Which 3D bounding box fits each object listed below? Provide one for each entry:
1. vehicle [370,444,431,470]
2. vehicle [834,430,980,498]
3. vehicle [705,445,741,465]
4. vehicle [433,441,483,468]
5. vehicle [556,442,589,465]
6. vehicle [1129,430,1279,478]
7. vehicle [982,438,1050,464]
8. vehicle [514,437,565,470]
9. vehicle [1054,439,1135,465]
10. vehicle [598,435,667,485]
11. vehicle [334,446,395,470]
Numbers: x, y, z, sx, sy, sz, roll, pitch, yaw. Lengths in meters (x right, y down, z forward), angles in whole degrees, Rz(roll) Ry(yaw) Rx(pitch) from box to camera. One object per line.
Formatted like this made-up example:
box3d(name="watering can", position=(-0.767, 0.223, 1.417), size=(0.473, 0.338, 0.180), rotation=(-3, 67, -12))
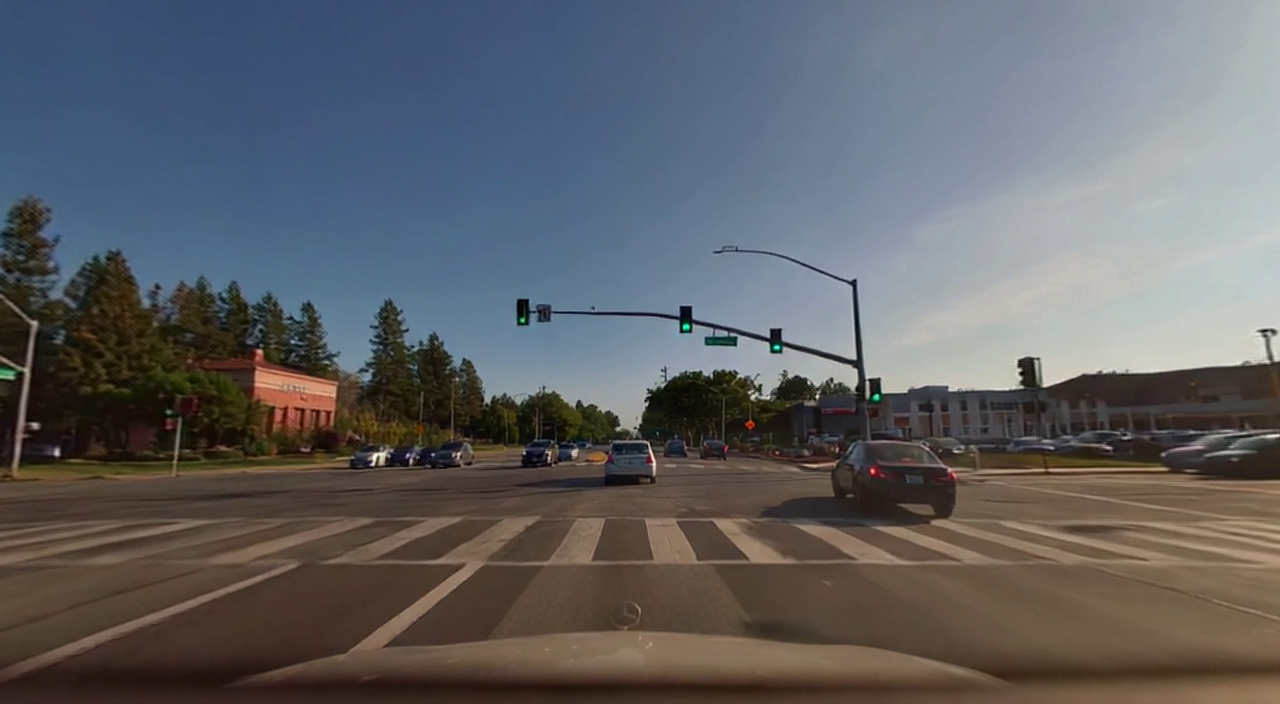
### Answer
box3d(name="vehicle", position=(-14.874, 6.545, 39.563), size=(2.001, 1.463, 4.673), rotation=(1, -8, 0))
box3d(name="vehicle", position=(6.736, 2.864, 16.558), size=(1.890, 1.489, 4.396), rotation=(1, -8, 0))
box3d(name="vehicle", position=(6.471, 8.102, 49.912), size=(2.143, 1.508, 4.274), rotation=(1, -8, -2))
box3d(name="vehicle", position=(-11.838, 6.694, 41.466), size=(1.944, 1.647, 4.395), rotation=(1, -8, 0))
box3d(name="vehicle", position=(-5.262, 7.991, 49.982), size=(2.137, 1.685, 4.587), rotation=(1, -8, 0))
box3d(name="vehicle", position=(20.125, 3.495, 21.808), size=(4.796, 1.488, 1.966), rotation=(-1, -9, -1))
box3d(name="vehicle", position=(25.990, 6.829, 43.672), size=(4.246, 1.686, 1.910), rotation=(5, -9, -25))
box3d(name="vehicle", position=(-5.499, 5.581, 35.021), size=(1.990, 1.673, 4.436), rotation=(0, -8, 1))
box3d(name="vehicle", position=(27.658, 6.065, 38.446), size=(4.512, 1.468, 1.909), rotation=(4, -9, -24))
box3d(name="vehicle", position=(-0.245, 3.508, 20.835), size=(2.040, 1.451, 3.736), rotation=(1, -8, -1))
box3d(name="vehicle", position=(-18.104, 6.959, 41.713), size=(2.018, 1.472, 4.559), rotation=(1, -8, -1))
